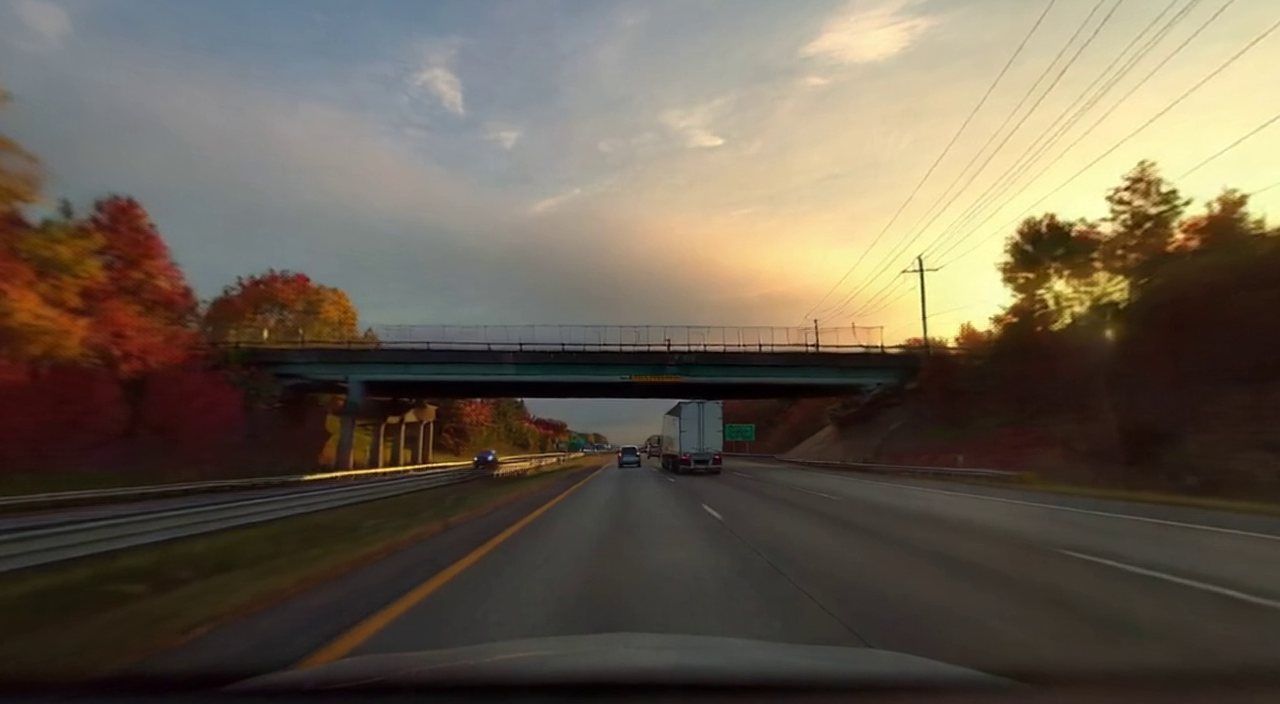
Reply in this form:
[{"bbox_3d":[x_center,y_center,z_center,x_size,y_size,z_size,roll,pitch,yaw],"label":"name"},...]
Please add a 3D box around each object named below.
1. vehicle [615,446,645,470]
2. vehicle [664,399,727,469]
[{"bbox_3d":[-0.672,7.063,41.925,1.961,1.454,3.755,0,-9,-1],"label":"vehicle"},{"bbox_3d":[3.664,6.112,45.538,2.956,4.281,14.327,0,-9,-1],"label":"vehicle"}]
